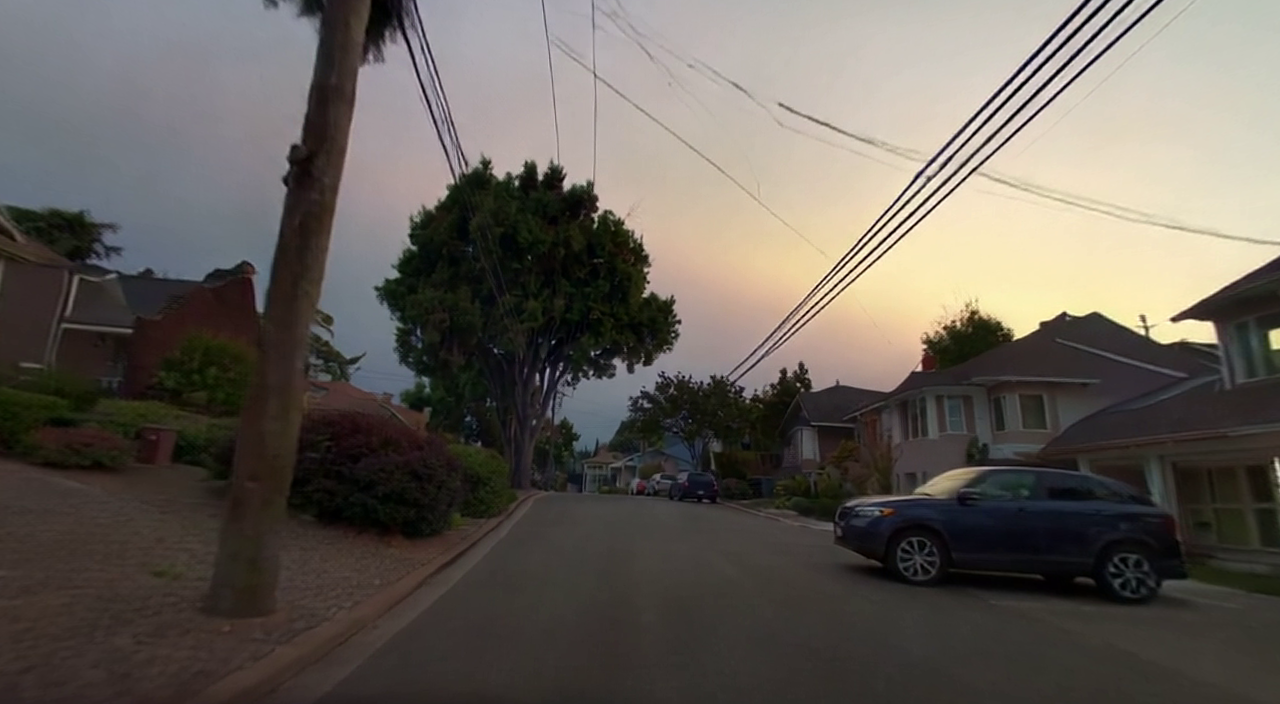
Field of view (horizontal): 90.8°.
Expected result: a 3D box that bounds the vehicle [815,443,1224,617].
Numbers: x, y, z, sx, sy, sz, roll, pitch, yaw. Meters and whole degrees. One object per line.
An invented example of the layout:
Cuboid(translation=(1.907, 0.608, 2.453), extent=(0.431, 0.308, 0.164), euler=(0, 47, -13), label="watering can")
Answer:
Cuboid(translation=(5.082, 2.389, 8.992), extent=(4.501, 1.678, 2.078), euler=(6, -9, 0), label="vehicle")

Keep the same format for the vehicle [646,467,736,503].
Cuboid(translation=(2.638, 7.023, 33.478), extent=(4.413, 1.728, 1.869), euler=(1, -9, -9), label="vehicle")
